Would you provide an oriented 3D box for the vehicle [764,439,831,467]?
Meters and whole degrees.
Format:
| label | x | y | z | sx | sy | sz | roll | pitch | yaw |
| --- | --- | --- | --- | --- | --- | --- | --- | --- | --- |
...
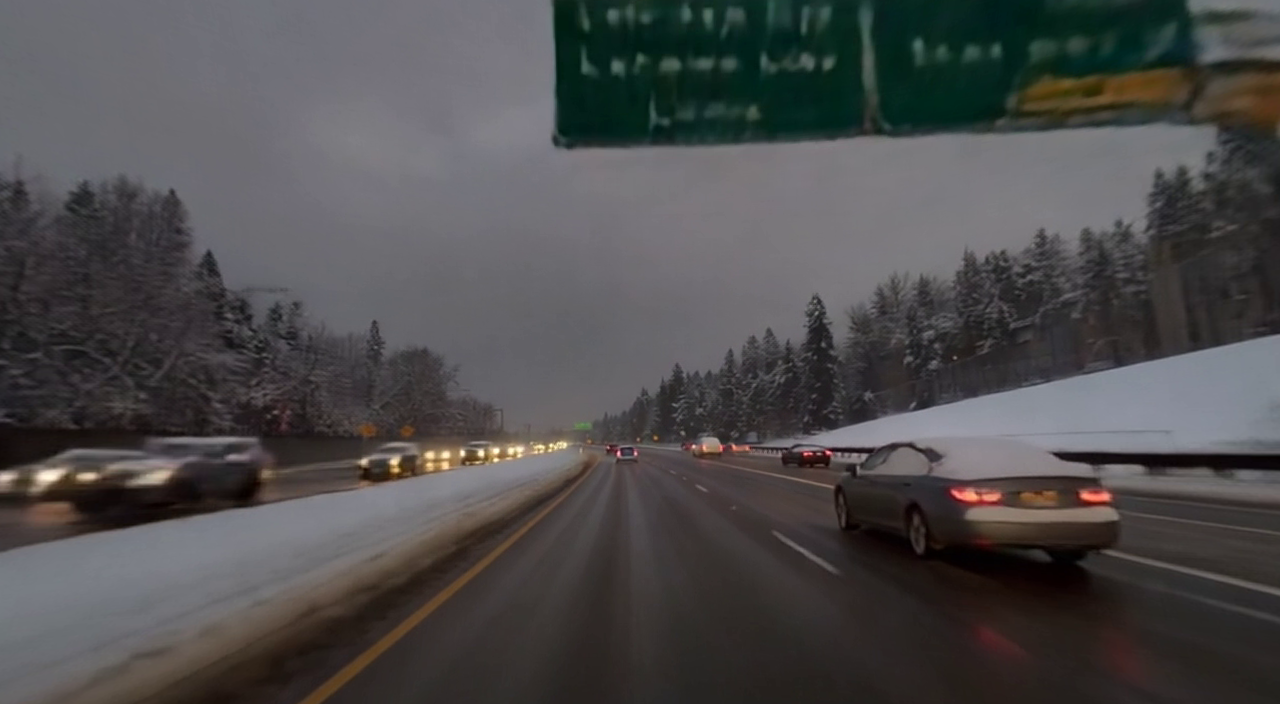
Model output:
| label | x | y | z | sx | sy | sz | roll | pitch | yaw |
| --- | --- | --- | --- | --- | --- | --- | --- | --- | --- |
| vehicle | 9.061 | 5.829 | 36.733 | 2.196 | 1.494 | 4.735 | 1 | -8 | -7 |

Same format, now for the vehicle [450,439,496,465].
| label | x | y | z | sx | sy | sz | roll | pitch | yaw |
| --- | --- | --- | --- | --- | --- | --- | --- | --- | --- |
| vehicle | -11.158 | 6.738 | 42.586 | 2.113 | 1.629 | 4.629 | 1 | -8 | -4 |

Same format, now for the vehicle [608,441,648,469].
| label | x | y | z | sx | sy | sz | roll | pitch | yaw |
| --- | --- | --- | --- | --- | --- | --- | --- | --- | --- |
| vehicle | -0.762 | 5.935 | 36.764 | 2.090 | 1.510 | 4.280 | 1 | -8 | -4 |

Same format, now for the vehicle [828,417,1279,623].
| label | x | y | z | sx | sy | sz | roll | pitch | yaw |
| --- | --- | --- | --- | --- | --- | --- | --- | --- | --- |
| vehicle | 3.804 | 1.553 | 6.877 | 1.972 | 1.488 | 4.335 | 0 | -8 | -3 |

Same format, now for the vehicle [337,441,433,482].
| label | x | y | z | sx | sy | sz | roll | pitch | yaw |
| --- | --- | --- | --- | --- | --- | --- | --- | --- | --- |
| vehicle | -10.010 | 4.296 | 25.248 | 1.924 | 1.466 | 4.808 | 0 | -8 | -2 |

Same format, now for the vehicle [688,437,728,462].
| label | x | y | z | sx | sy | sz | roll | pitch | yaw |
| --- | --- | --- | --- | --- | --- | --- | --- | --- | --- |
| vehicle | 4.793 | 6.945 | 45.096 | 2.094 | 1.652 | 3.955 | 1 | -8 | -6 |

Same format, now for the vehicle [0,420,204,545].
| label | x | y | z | sx | sy | sz | roll | pitch | yaw |
| --- | --- | --- | --- | --- | --- | --- | --- | --- | --- |
| vehicle | -10.043 | 2.109 | 10.756 | 2.017 | 1.735 | 4.581 | 0 | -8 | -2 |
